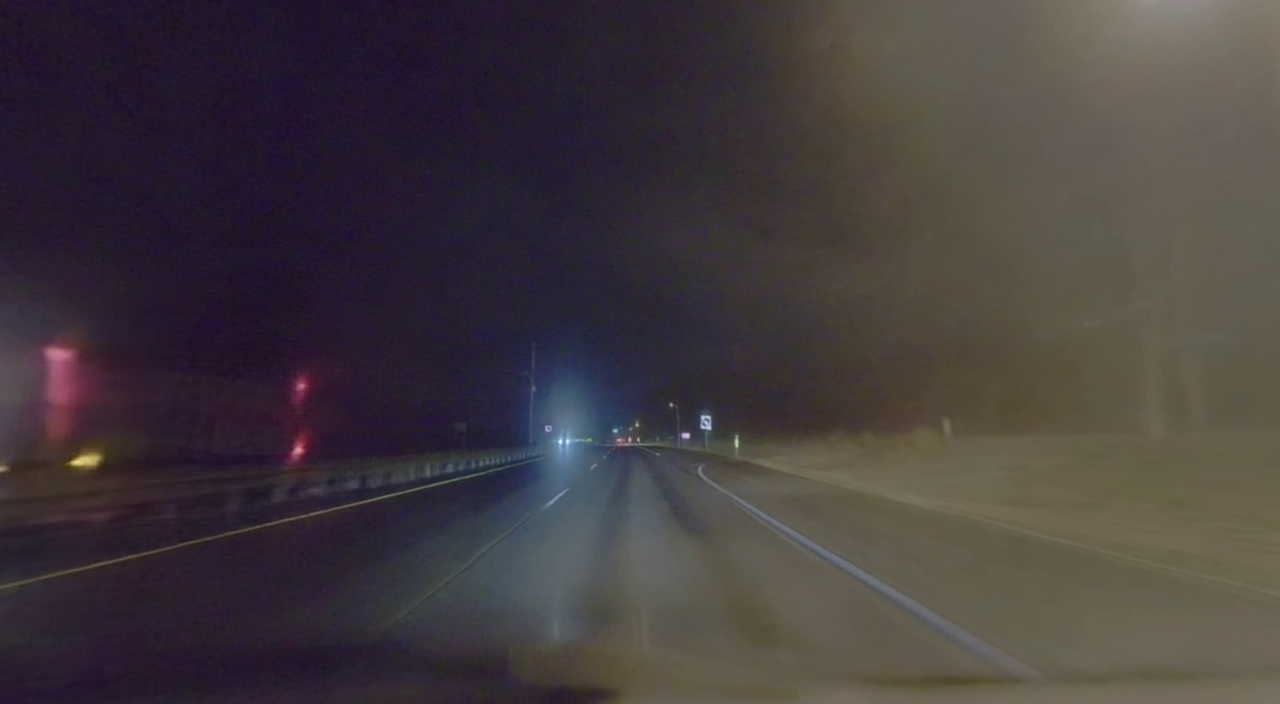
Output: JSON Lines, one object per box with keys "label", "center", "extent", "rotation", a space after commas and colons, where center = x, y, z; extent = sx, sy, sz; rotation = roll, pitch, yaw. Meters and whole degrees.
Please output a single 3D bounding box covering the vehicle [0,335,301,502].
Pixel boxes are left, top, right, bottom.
{"label": "vehicle", "center": [-17.246, 2.546, 22.291], "extent": [2.871, 4.062, 14.228], "rotation": [0, -8, -1]}
